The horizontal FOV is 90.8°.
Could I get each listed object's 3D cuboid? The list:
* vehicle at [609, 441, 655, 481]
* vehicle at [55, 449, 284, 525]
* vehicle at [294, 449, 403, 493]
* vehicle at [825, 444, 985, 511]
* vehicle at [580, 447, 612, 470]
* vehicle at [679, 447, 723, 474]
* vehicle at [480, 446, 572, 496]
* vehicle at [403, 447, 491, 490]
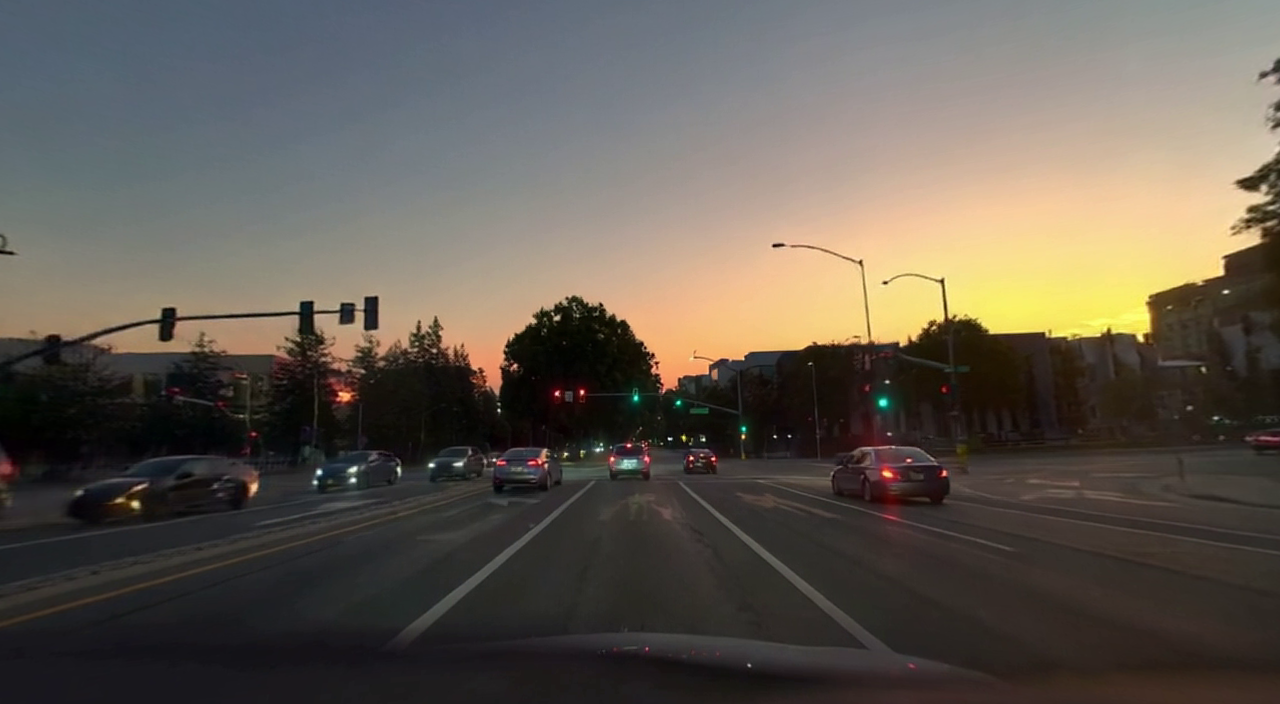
[{"bbox_3d":[-0.335,5.071,29.764,2.008,1.716,4.125,0,-8,0],"label":"vehicle"},{"bbox_3d":[-10.727,3.057,14.971,1.924,1.479,4.508,0,-8,1],"label":"vehicle"},{"bbox_3d":[-10.968,4.479,24.156,2.047,1.479,4.228,0,-8,2],"label":"vehicle"},{"bbox_3d":[6.457,3.083,16.114,2.028,1.451,4.625,0,-8,-1],"label":"vehicle"},{"bbox_3d":[-3.063,7.546,44.865,2.002,1.502,4.057,0,-8,0],"label":"vehicle"},{"bbox_3d":[3.419,6.180,36.317,2.014,1.430,4.103,0,-8,-2],"label":"vehicle"},{"bbox_3d":[-3.691,3.928,21.332,2.163,1.474,4.413,0,-8,2],"label":"vehicle"},{"bbox_3d":[-7.445,4.508,24.915,2.013,1.488,4.596,0,-8,0],"label":"vehicle"}]
